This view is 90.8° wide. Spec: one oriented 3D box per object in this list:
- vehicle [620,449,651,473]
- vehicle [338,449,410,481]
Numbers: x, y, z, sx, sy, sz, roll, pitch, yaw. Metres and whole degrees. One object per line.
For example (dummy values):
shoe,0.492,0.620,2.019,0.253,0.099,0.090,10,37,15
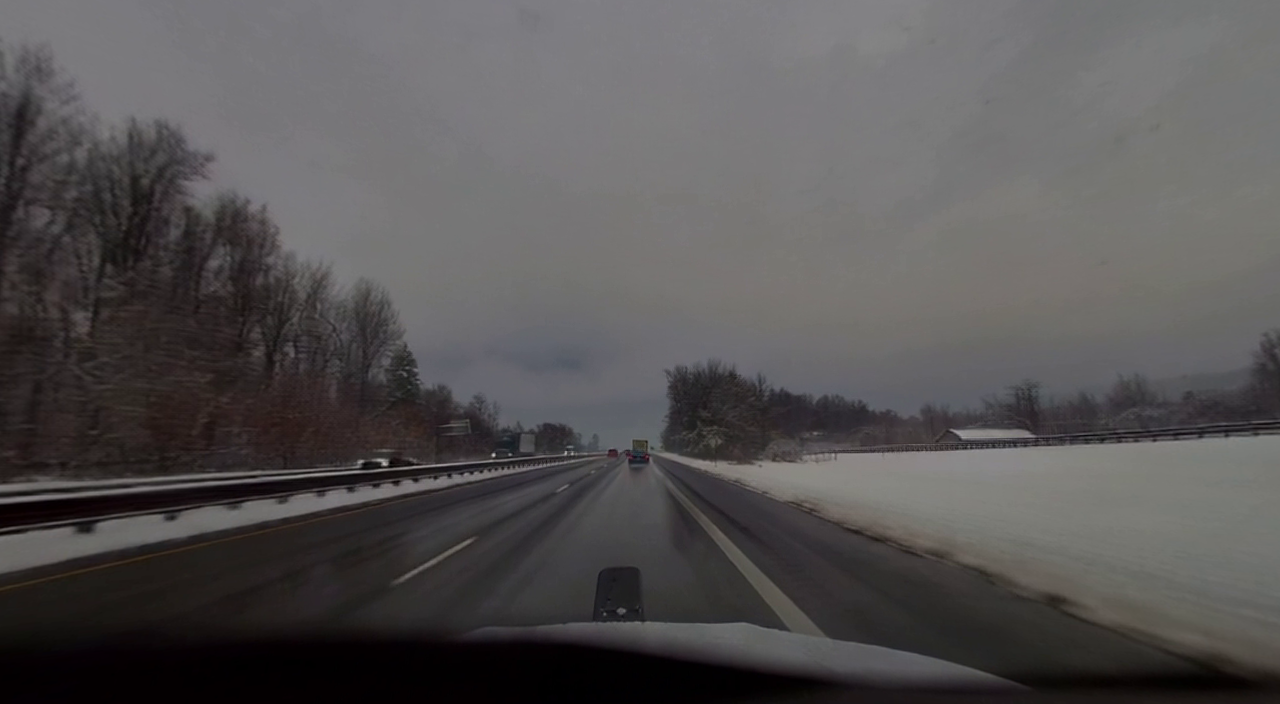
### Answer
vehicle,-0.298,6.765,39.328,1.853,1.436,3.438,0,-9,-1
vehicle,-12.557,5.347,30.074,1.810,1.424,3.661,0,-9,0
